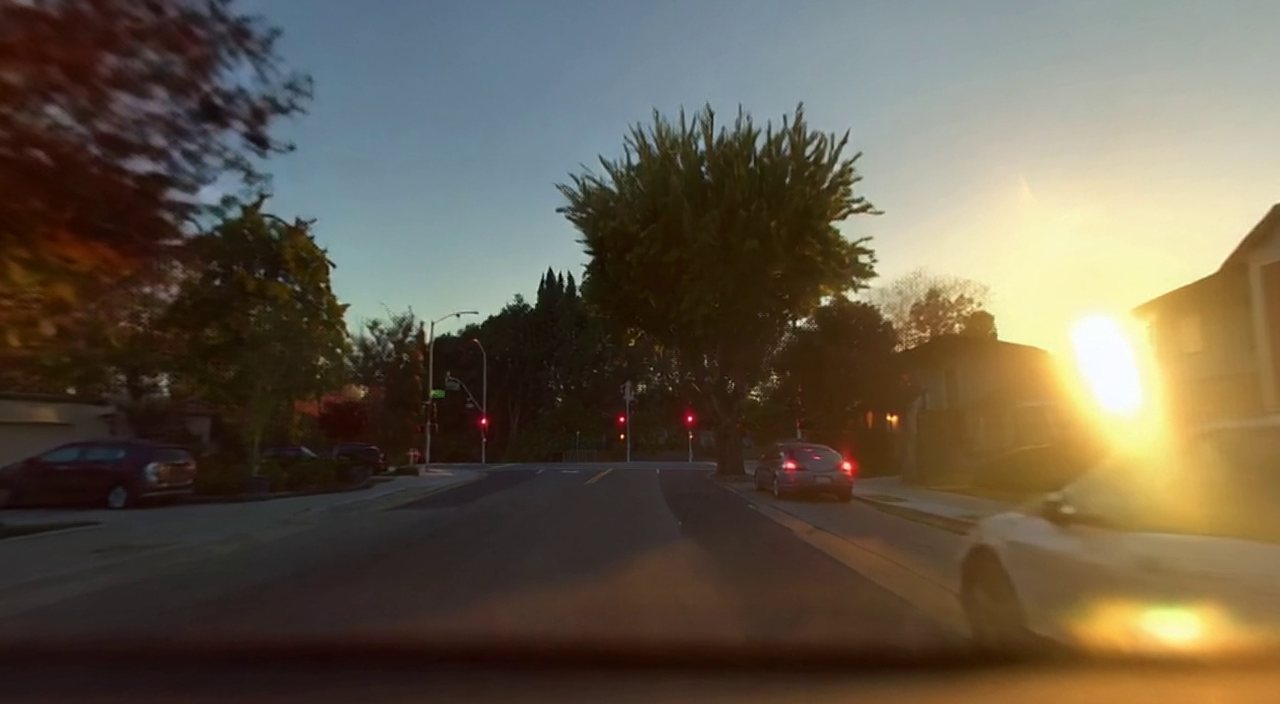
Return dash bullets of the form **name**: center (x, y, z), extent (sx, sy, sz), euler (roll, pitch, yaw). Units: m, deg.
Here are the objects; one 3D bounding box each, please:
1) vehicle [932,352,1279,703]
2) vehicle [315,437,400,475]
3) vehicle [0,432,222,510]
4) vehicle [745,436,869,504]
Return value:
- **vehicle**: center (3.089, 0.838, 2.248), extent (2.037, 1.595, 4.536), euler (0, -8, 2)
- **vehicle**: center (-13.313, 4.927, 30.057), extent (2.003, 1.637, 4.297), euler (0, -8, 0)
- **vehicle**: center (-13.632, 3.001, 16.192), extent (4.379, 1.822, 2.038), euler (-1, -8, 3)
- **vehicle**: center (4.091, 2.954, 16.370), extent (2.065, 1.478, 4.828), euler (0, -8, 2)
